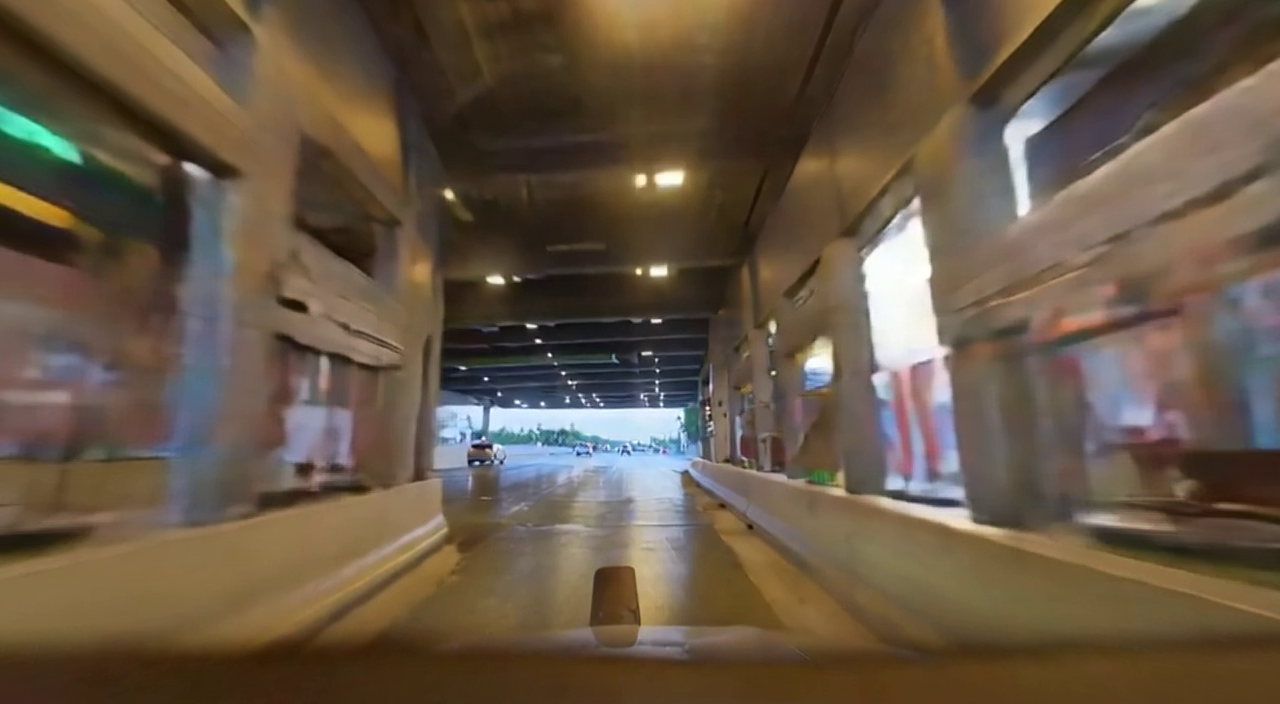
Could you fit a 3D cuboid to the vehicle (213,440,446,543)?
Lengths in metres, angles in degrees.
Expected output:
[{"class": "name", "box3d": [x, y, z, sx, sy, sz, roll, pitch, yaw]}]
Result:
[{"class": "vehicle", "box3d": [-5.193, 2.353, 11.401, 1.981, 1.465, 4.334, 0, -8, 0]}]
